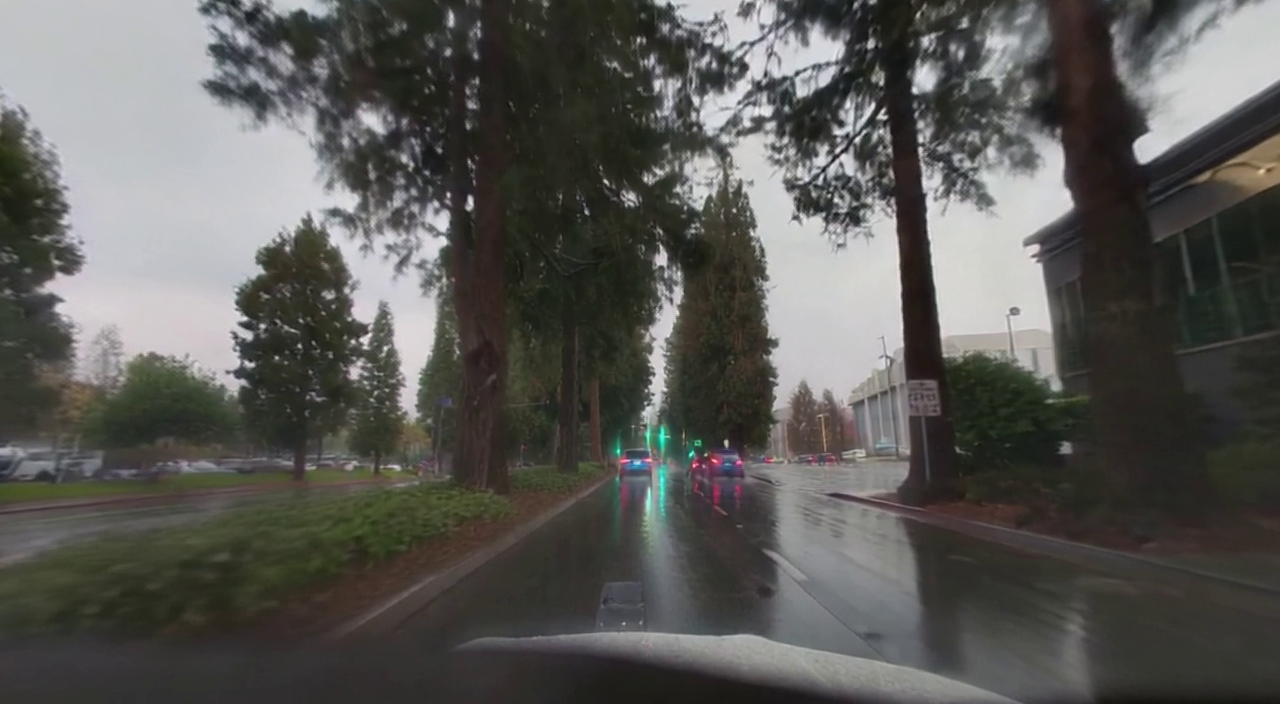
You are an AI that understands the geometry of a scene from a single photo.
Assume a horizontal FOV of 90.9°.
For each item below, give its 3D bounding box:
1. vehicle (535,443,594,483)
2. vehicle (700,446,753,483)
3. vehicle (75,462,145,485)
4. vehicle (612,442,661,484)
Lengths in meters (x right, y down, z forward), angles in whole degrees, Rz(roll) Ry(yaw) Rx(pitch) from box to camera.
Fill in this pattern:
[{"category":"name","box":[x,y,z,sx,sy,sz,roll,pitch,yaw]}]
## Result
[{"category":"vehicle","box":[-3.383,5.082,29.217,2.047,1.710,4.314,0,-8,2]},{"category":"vehicle","box":[3.932,5.172,29.364,1.847,1.554,4.052,0,-8,-1]},{"category":"vehicle","box":[-39.543,9.071,47.216,1.750,1.462,4.400,1,-8,-6]},{"category":"vehicle","box":[-0.094,4.832,27.793,2.022,1.700,4.084,0,-8,1]}]
